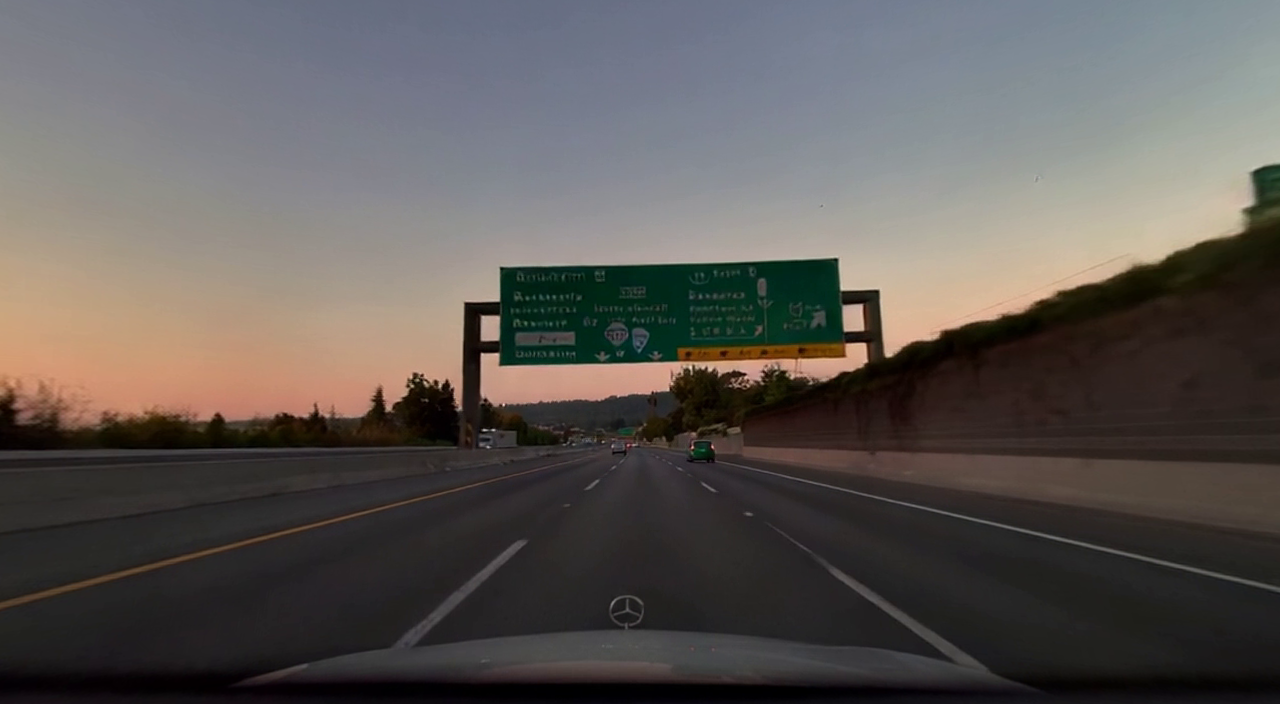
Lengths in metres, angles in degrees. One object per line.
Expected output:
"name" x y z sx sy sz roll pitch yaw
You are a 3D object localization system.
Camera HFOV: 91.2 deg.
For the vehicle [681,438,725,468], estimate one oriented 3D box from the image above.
"vehicle" 3.673 5.969 37.325 2.202 1.682 4.188 0 -8 0
